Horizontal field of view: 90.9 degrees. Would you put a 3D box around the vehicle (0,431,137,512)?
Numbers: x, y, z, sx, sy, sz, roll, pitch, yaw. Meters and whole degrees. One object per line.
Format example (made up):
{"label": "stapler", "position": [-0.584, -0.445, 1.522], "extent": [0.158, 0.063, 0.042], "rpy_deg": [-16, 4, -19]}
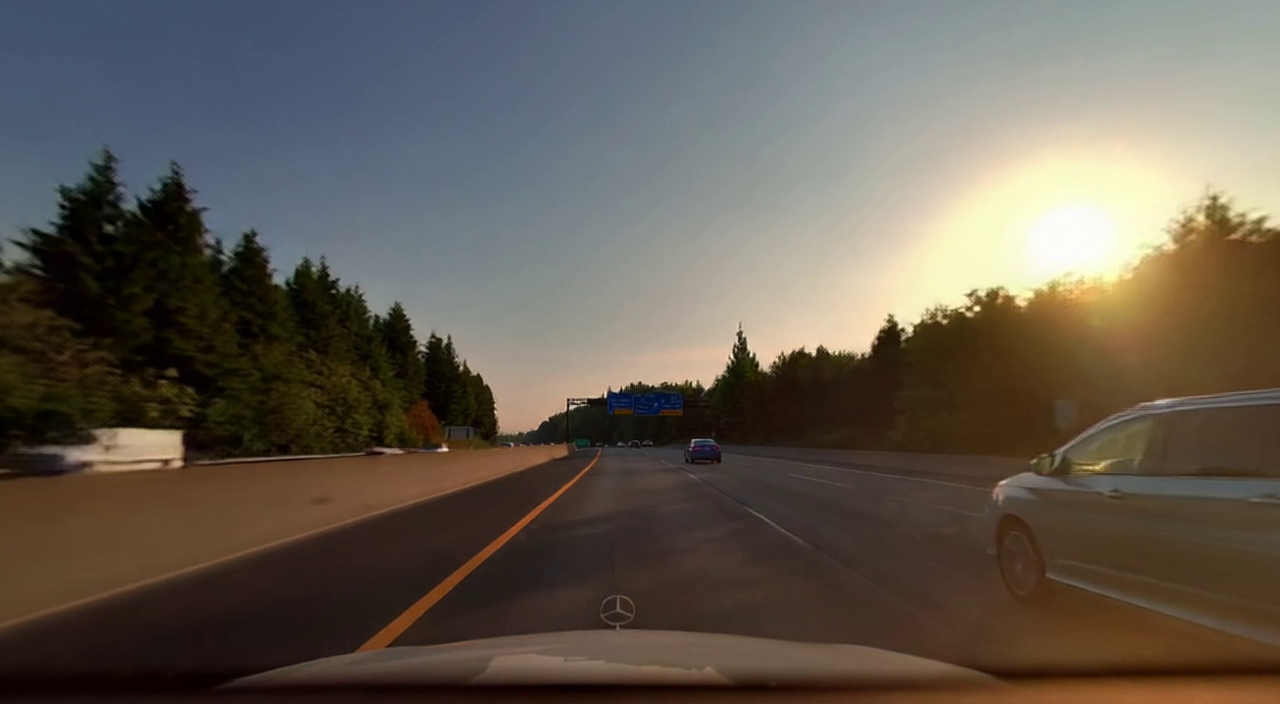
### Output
{"label": "vehicle", "position": [-16.874, 3.207, 17.486], "extent": [2.003, 1.981, 4.635], "rpy_deg": [0, -8, -1]}

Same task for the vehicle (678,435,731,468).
{"label": "vehicle", "position": [3.139, 4.922, 31.504], "extent": [1.958, 1.526, 4.227], "rpy_deg": [1, -8, -3]}

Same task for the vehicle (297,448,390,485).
{"label": "vehicle", "position": [-13.067, 5.043, 28.155], "extent": [1.944, 1.446, 4.786], "rpy_deg": [0, -8, -2]}
